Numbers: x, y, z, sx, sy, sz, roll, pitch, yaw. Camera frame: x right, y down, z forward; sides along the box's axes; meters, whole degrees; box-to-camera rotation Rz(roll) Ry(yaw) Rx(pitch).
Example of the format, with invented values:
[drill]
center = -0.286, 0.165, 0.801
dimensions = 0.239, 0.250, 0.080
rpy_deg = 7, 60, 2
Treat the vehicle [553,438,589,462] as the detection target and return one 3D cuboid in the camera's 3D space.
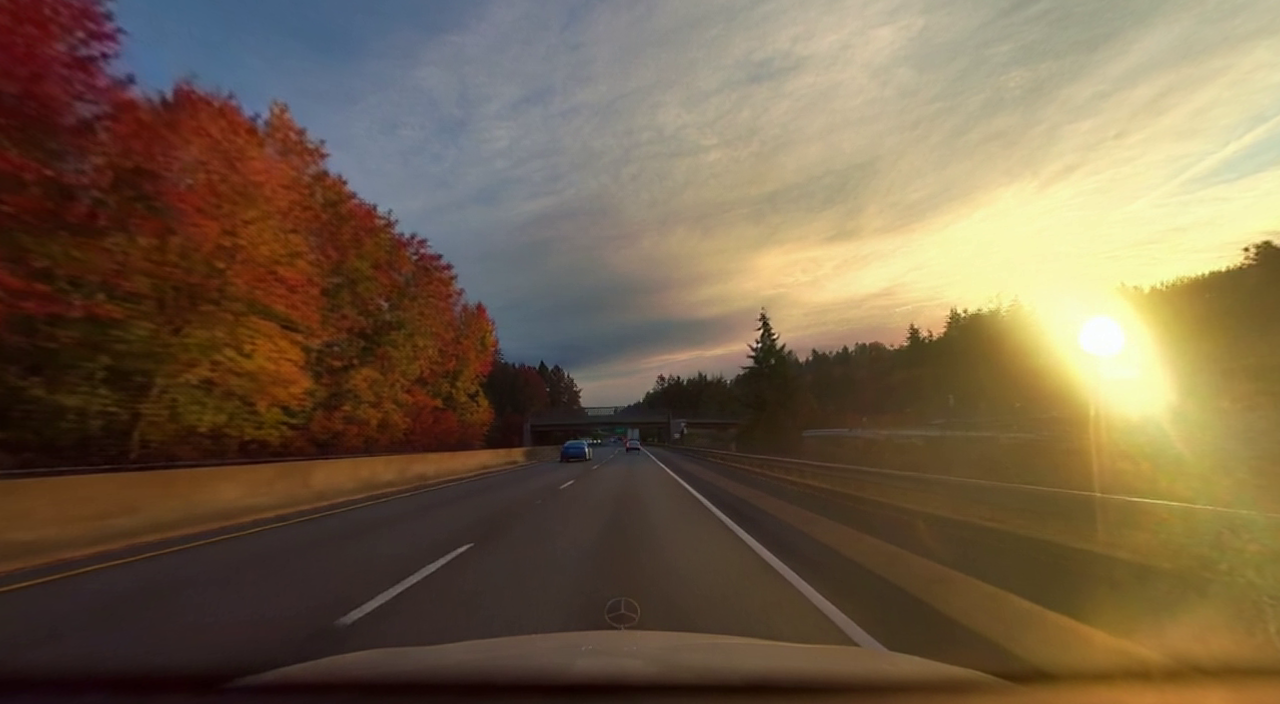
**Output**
[vehicle]
center = -4.564, 6.535, 42.108
dimensions = 2.002, 1.553, 4.247
rpy_deg = 0, -8, -1
